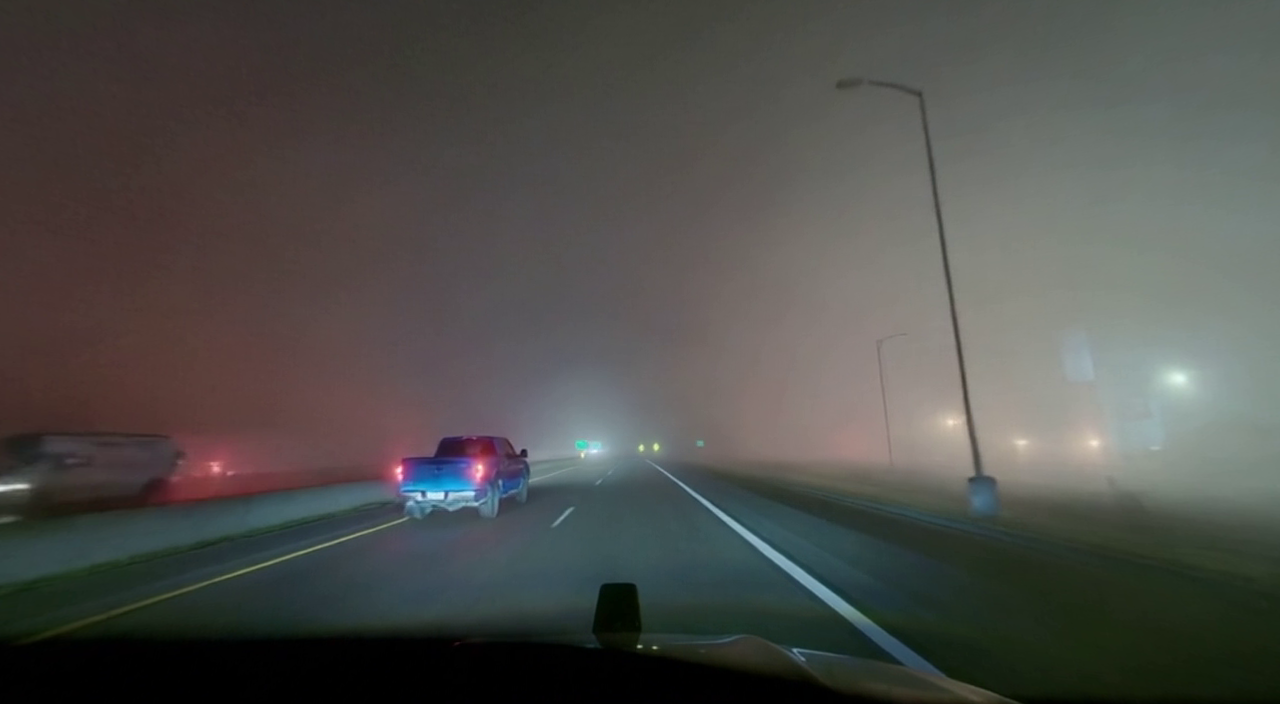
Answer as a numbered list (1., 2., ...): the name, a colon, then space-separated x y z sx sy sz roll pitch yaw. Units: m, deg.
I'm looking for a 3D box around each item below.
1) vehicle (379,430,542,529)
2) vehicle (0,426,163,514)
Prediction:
1. vehicle: -3.516 2.598 13.375 2.152 1.717 4.423 0 -9 0
2. vehicle: -20.162 3.929 21.371 2.250 2.581 7.167 0 -9 -1
